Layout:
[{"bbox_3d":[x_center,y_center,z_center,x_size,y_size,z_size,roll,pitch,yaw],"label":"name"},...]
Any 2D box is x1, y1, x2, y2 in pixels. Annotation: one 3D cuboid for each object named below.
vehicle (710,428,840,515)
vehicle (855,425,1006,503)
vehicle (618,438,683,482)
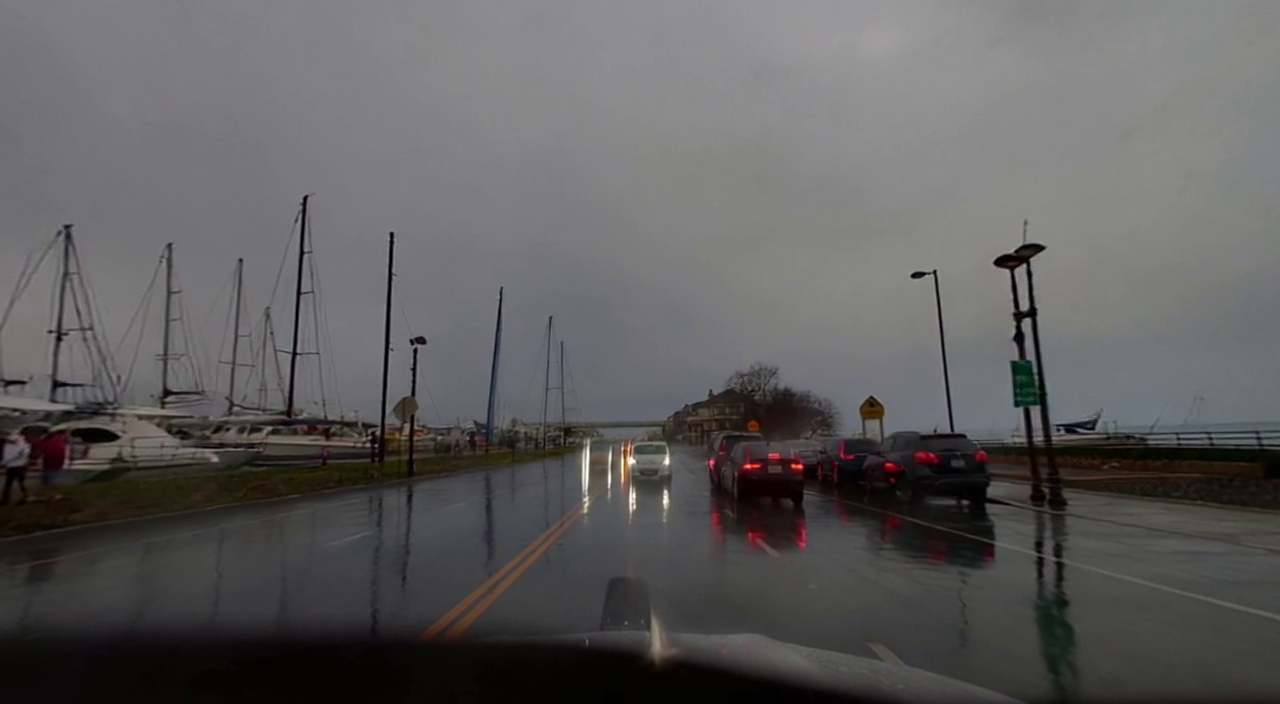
[{"bbox_3d":[2.805,2.593,14.142,2.047,1.640,4.051,0,-8,1],"label":"vehicle"},{"bbox_3d":[7.805,3.055,17.542,1.969,1.852,4.514,0,-8,-1],"label":"vehicle"},{"bbox_3d":[0.429,4.099,24.197,2.284,1.496,3.949,-1,-8,1],"label":"vehicle"}]
